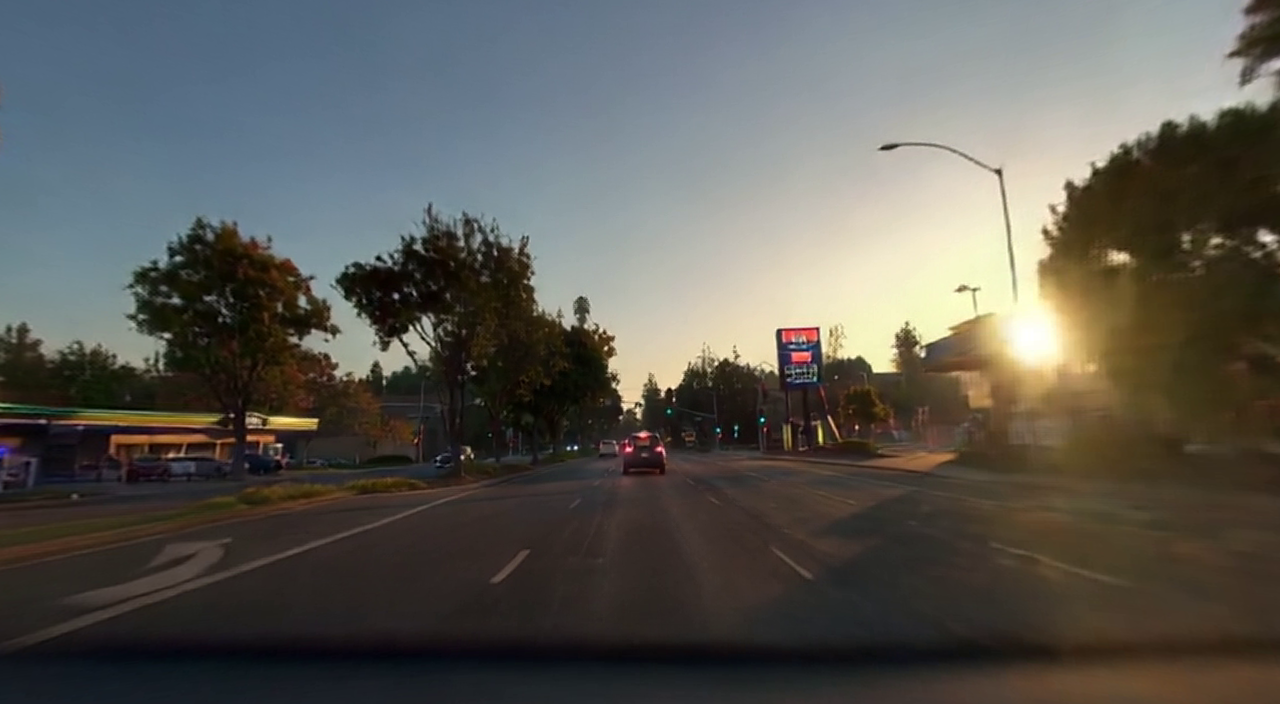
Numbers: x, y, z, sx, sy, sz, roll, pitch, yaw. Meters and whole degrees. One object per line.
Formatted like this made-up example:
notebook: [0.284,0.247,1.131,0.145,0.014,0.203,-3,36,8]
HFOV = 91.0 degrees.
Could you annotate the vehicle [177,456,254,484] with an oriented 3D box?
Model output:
vehicle: [-28.088,7.748,41.623,4.428,1.708,1.952,-4,-9,21]

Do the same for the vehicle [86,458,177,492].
vehicle: [-28.052,6.702,34.689,4.662,1.677,2.026,-5,-9,27]

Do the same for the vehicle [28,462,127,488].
vehicle: [-38.238,8.353,42.945,4.536,1.613,2.000,4,-9,-25]

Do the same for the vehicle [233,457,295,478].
vehicle: [-28.560,8.754,47.774,4.538,1.469,1.912,-5,-10,29]

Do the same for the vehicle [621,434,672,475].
vehicle: [0.288,4.743,29.317,2.213,1.715,4.242,0,-9,0]

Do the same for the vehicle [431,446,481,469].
vehicle: [-12.355,7.113,42.605,1.911,1.489,4.423,-1,-8,2]
